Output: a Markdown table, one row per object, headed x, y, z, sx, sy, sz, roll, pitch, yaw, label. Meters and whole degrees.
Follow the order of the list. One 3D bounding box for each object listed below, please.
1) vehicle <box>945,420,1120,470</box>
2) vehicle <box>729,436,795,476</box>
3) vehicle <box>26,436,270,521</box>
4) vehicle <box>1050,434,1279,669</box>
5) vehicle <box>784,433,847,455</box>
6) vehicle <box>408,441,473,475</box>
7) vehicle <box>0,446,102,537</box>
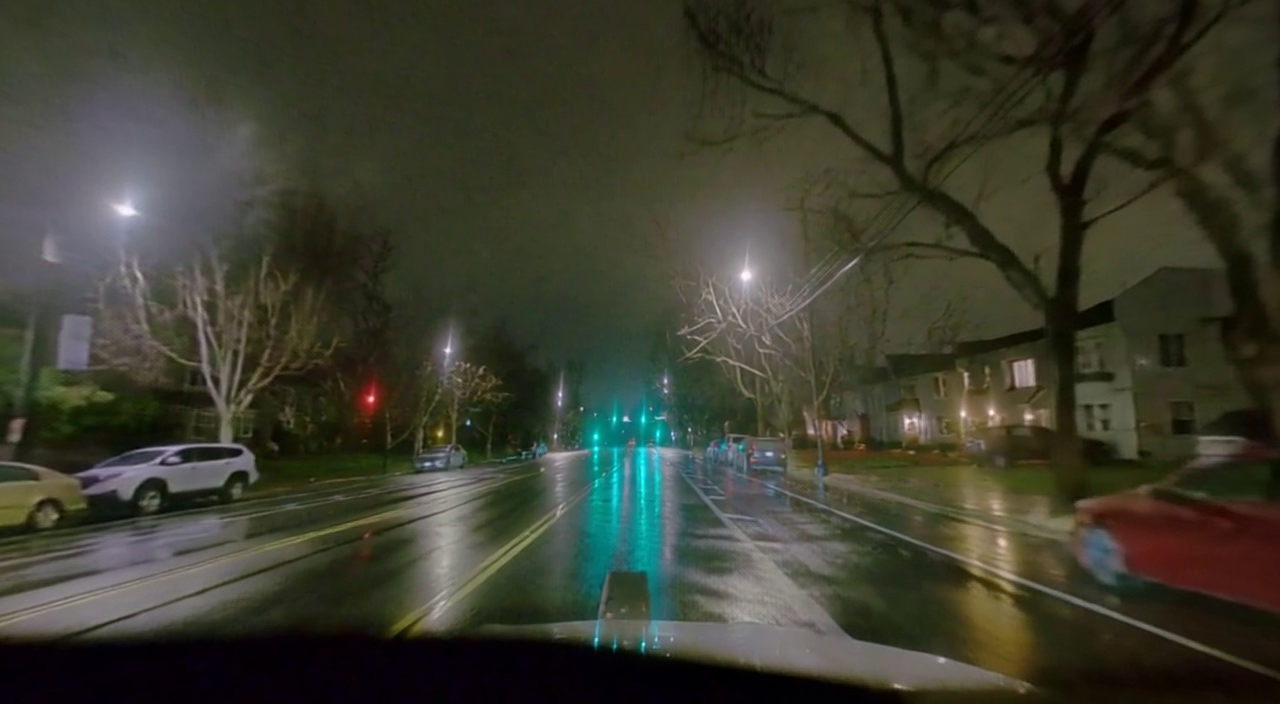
| x | y | z | sx | sy | sz | roll | pitch | yaw | label |
| --- | --- | --- | --- | --- | --- | --- | --- | --- | --- |
| 14.189 | 3.375 | 23.027 | 4.902 | 1.667 | 2.162 | -1 | -8 | 0 | vehicle |
| 5.232 | 4.522 | 27.676 | 1.885 | 1.603 | 5.235 | 0 | -8 | 1 | vehicle |
| -12.000 | 3.062 | 15.971 | 2.228 | 1.766 | 4.770 | 1 | -8 | 1 | vehicle |
| 5.037 | 1.236 | 3.891 | 2.059 | 1.449 | 4.168 | 0 | -10 | -2 | vehicle |
| 13.856 | 7.302 | 49.870 | 4.317 | 1.595 | 2.095 | 1 | -9 | 0 | vehicle |
| -11.489 | 6.082 | 36.614 | 2.054 | 1.704 | 4.710 | -3 | -8 | 3 | vehicle |
| -12.046 | 2.429 | 10.563 | 1.940 | 1.496 | 4.654 | -2 | -7 | 0 | vehicle |
